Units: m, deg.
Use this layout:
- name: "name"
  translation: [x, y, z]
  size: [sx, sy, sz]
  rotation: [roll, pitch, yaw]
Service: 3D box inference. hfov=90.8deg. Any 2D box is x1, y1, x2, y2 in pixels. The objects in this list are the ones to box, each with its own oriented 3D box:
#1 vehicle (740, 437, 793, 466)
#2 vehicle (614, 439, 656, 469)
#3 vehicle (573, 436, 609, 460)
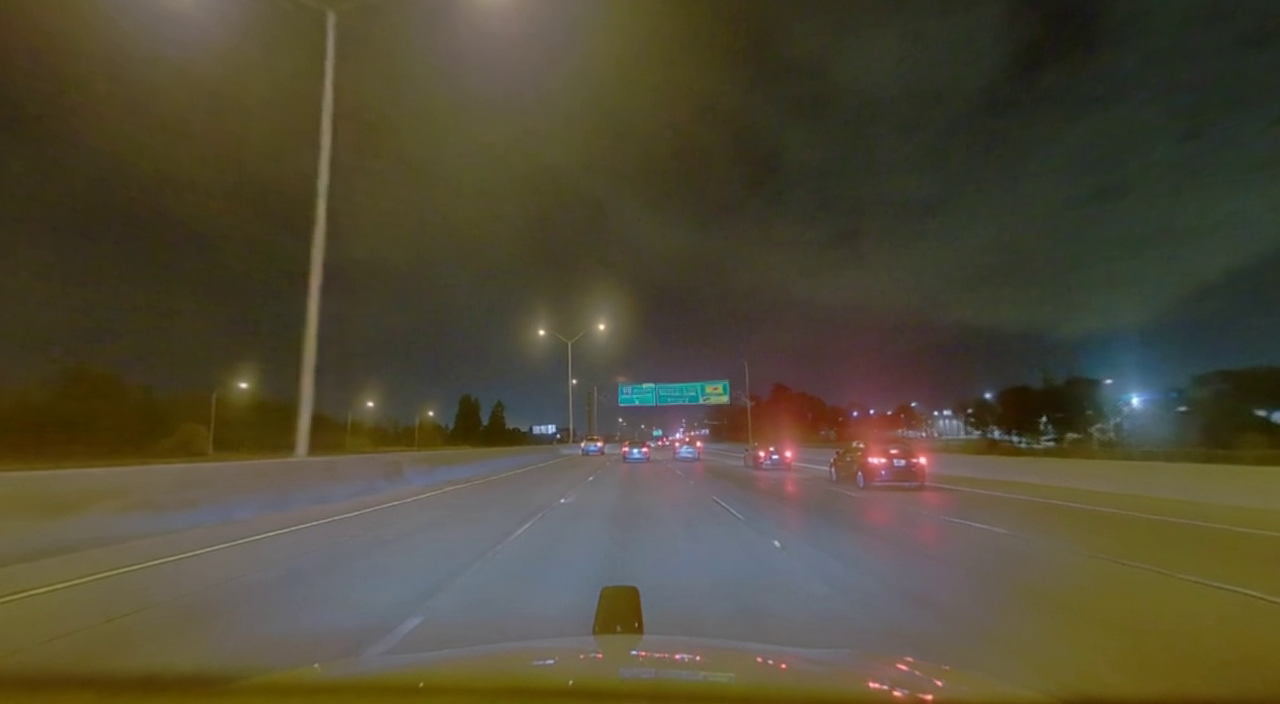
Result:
- name: "vehicle"
  translation: [6.949, 5.534, 35.141]
  size: [1.935, 1.478, 4.433]
  rotation: [0, -9, -1]
- name: "vehicle"
  translation: [-0.282, 5.221, 32.512]
  size: [1.985, 1.457, 4.227]
  rotation: [0, -9, -1]
- name: "vehicle"
  translation: [-3.418, 6.854, 45.133]
  size: [2.123, 1.661, 4.601]
  rotation: [0, -9, 1]
